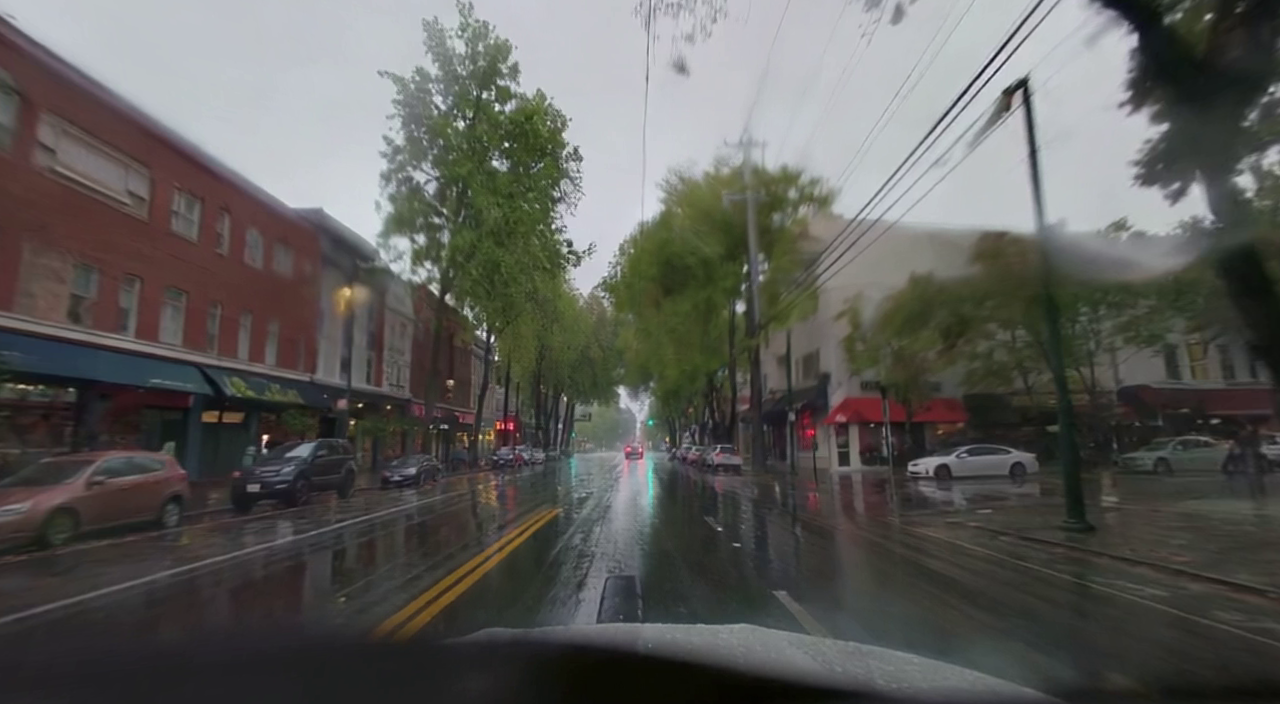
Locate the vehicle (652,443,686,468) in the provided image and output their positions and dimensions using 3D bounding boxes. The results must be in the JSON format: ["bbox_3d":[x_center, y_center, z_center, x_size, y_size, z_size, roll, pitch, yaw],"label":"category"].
[{"bbox_3d":[1.915,7.008,43.064,1.998,1.580,4.015,0,-8,-2],"label":"vehicle"}]

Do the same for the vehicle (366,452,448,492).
[{"bbox_3d":[-9.863,5.079,27.233,1.802,1.397,5.226,0,-8,-3],"label":"vehicle"}]

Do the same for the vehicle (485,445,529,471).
[{"bbox_3d":[-10.066,8.032,48.344,2.081,1.819,5.607,0,-8,1],"label":"vehicle"}]

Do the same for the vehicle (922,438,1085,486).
[{"bbox_3d":[13.035,3.964,22.888,4.563,1.633,2.144,0,-8,-1],"label":"vehicle"}]

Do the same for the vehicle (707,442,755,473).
[{"bbox_3d":[5.474,6.398,38.654,2.042,1.787,5.110,0,-8,-1],"label":"vehicle"}]

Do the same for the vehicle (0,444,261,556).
[{"bbox_3d":[-9.683,2.568,11.914,2.025,1.555,5.138,0,-8,-2],"label":"vehicle"}]

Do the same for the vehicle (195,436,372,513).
[{"bbox_3d":[-9.703,3.339,17.842,2.037,1.826,4.987,0,-8,1],"label":"vehicle"}]
